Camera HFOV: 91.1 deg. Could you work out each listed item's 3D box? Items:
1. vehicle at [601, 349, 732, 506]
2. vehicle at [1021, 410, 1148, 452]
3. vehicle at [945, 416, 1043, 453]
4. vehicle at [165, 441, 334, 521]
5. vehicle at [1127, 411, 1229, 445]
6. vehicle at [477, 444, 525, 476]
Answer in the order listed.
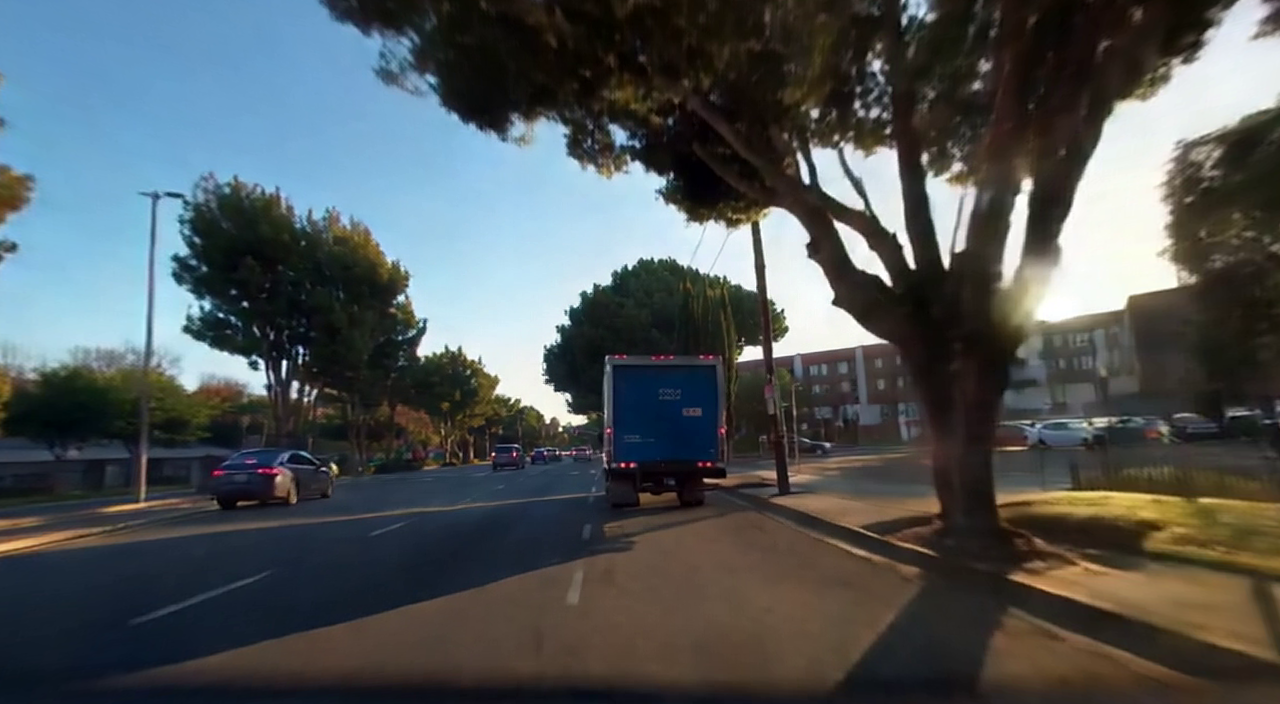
[{"bbox_3d":[0.361,2.393,19.118,2.905,3.644,8.807,1,-9,-4],"label":"vehicle"},{"bbox_3d":[23.693,4.335,33.862,2.220,1.981,5.827,3,-9,-6],"label":"vehicle"},{"bbox_3d":[18.410,4.367,32.907,1.880,1.804,4.679,1,-9,-8],"label":"vehicle"},{"bbox_3d":[-9.348,3.058,15.538,1.958,1.672,4.283,1,-9,-9],"label":"vehicle"},{"bbox_3d":[28.970,4.151,33.977,1.827,1.498,3.785,-5,-8,-6],"label":"vehicle"},{"bbox_3d":[-8.327,6.494,38.068,2.095,1.759,4.433,0,-9,-3],"label":"vehicle"}]
